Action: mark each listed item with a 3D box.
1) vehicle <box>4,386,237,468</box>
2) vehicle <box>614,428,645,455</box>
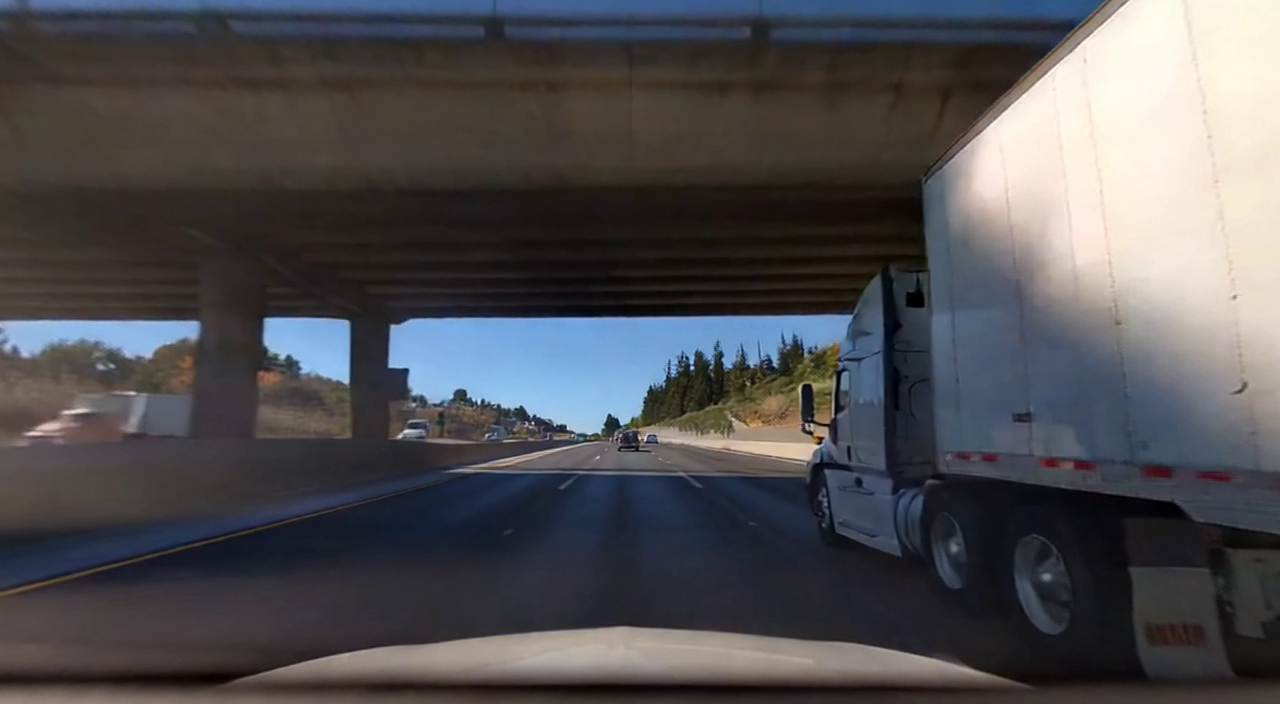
[{"bbox_3d":[-24.358,3.726,30.626,2.906,3.332,9.656,0,-8,1],"label":"vehicle"},{"bbox_3d":[-0.824,6.859,48.324,2.277,1.913,4.510,0,-8,-1],"label":"vehicle"}]
